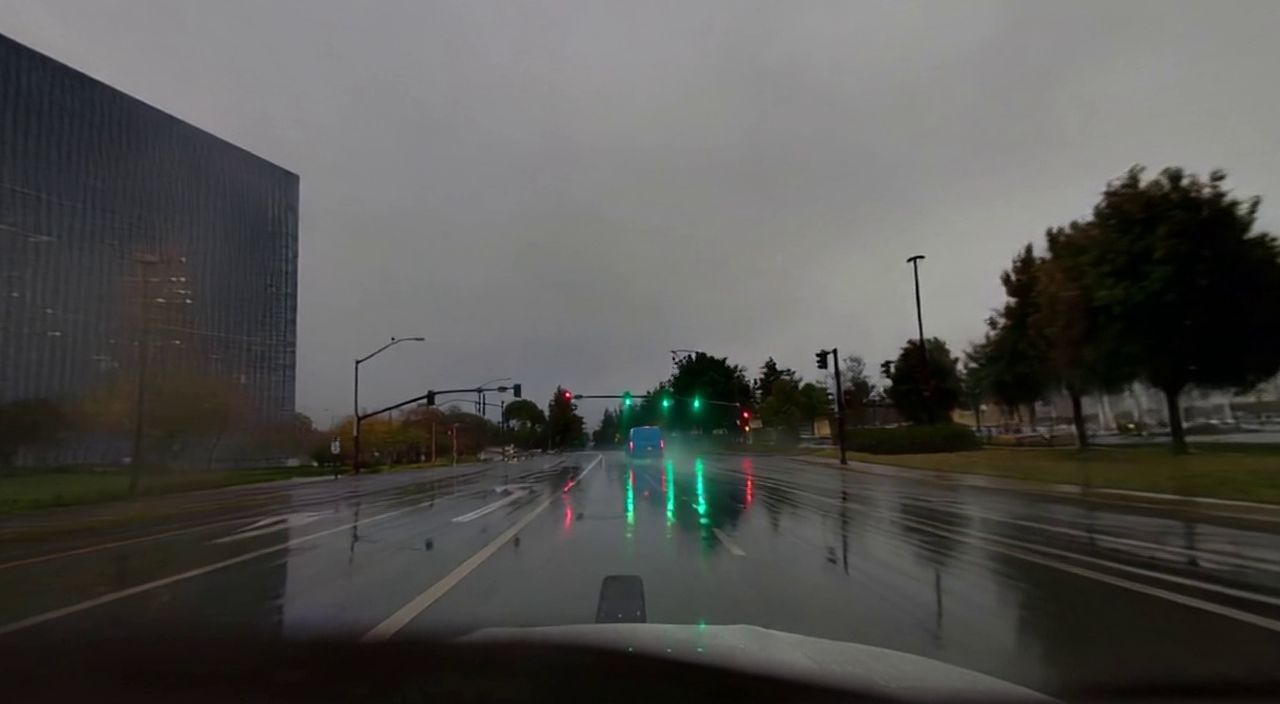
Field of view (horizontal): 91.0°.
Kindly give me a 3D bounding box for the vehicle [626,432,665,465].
[{"bbox_3d":[0.342,7.002,45.948,2.339,2.244,4.817,0,-8,-6],"label":"vehicle"}]
